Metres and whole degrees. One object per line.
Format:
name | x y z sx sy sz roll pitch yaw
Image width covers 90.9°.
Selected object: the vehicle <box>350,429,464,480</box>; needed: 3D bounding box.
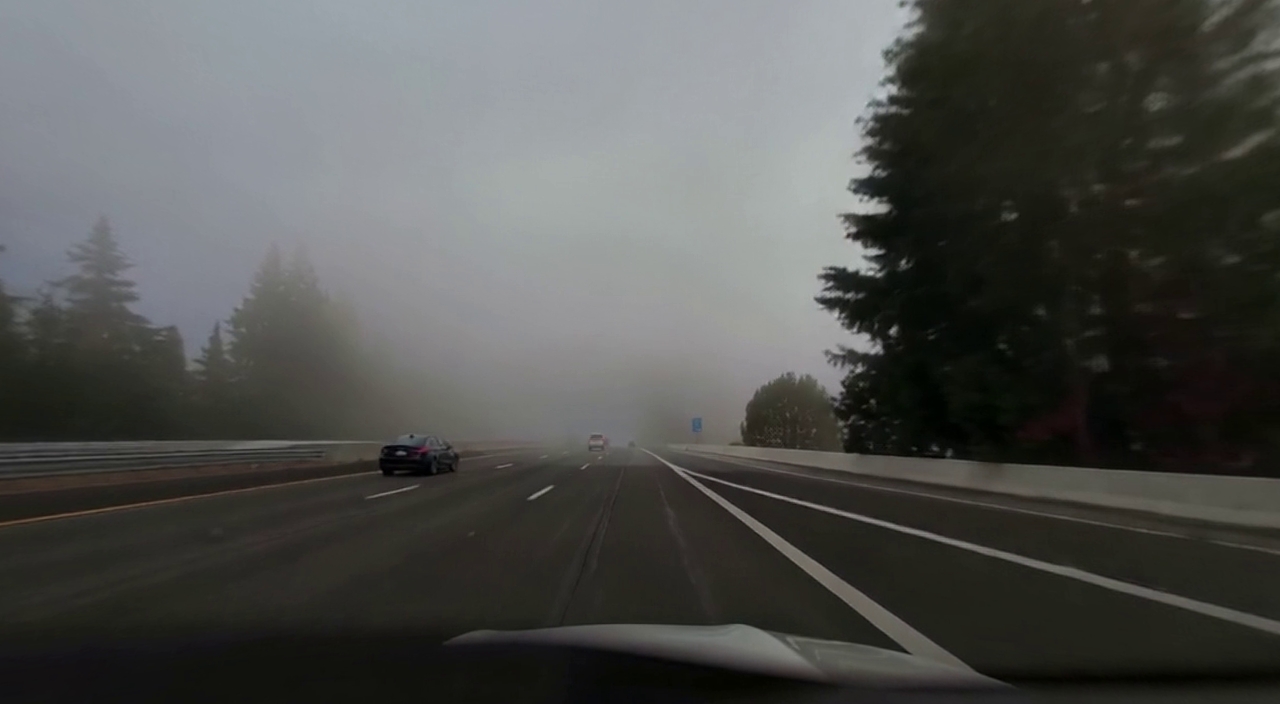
vehicle | -8.094 3.594 22.547 2.092 1.574 5.251 0 -8 0
